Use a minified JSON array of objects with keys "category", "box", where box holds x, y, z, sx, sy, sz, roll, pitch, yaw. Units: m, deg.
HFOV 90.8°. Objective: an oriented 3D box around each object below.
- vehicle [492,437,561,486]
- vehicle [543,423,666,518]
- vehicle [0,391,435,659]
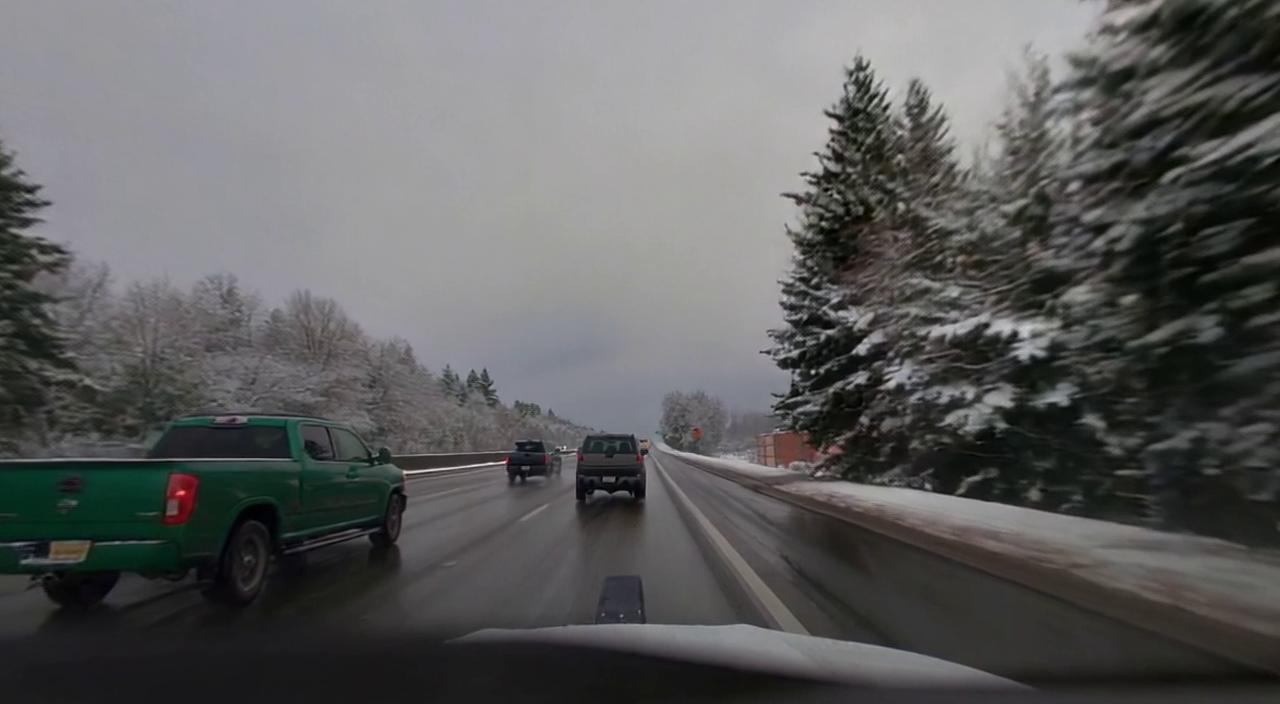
[{"category":"vehicle","box":[-4.451,4.357,25.483,1.991,1.776,4.333,0,-8,0]},{"category":"vehicle","box":[-0.630,2.536,14.053,2.293,1.753,4.380,0,-8,1]},{"category":"vehicle","box":[-4.047,1.482,6.687,2.038,1.704,5.181,0,-8,0]}]
